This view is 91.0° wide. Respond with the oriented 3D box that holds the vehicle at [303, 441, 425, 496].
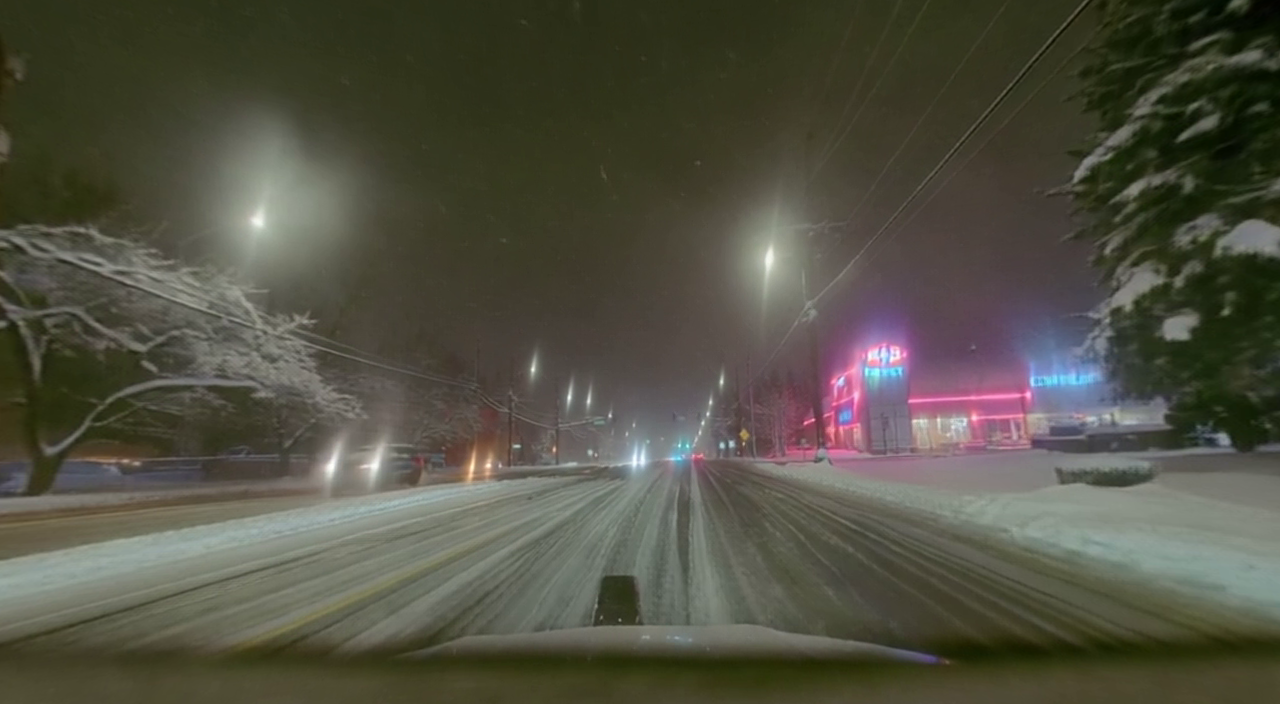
[{"bbox_3d":[-9.864,4.159,22.965,2.209,1.773,4.481,0,-9,3],"label":"vehicle"}]
